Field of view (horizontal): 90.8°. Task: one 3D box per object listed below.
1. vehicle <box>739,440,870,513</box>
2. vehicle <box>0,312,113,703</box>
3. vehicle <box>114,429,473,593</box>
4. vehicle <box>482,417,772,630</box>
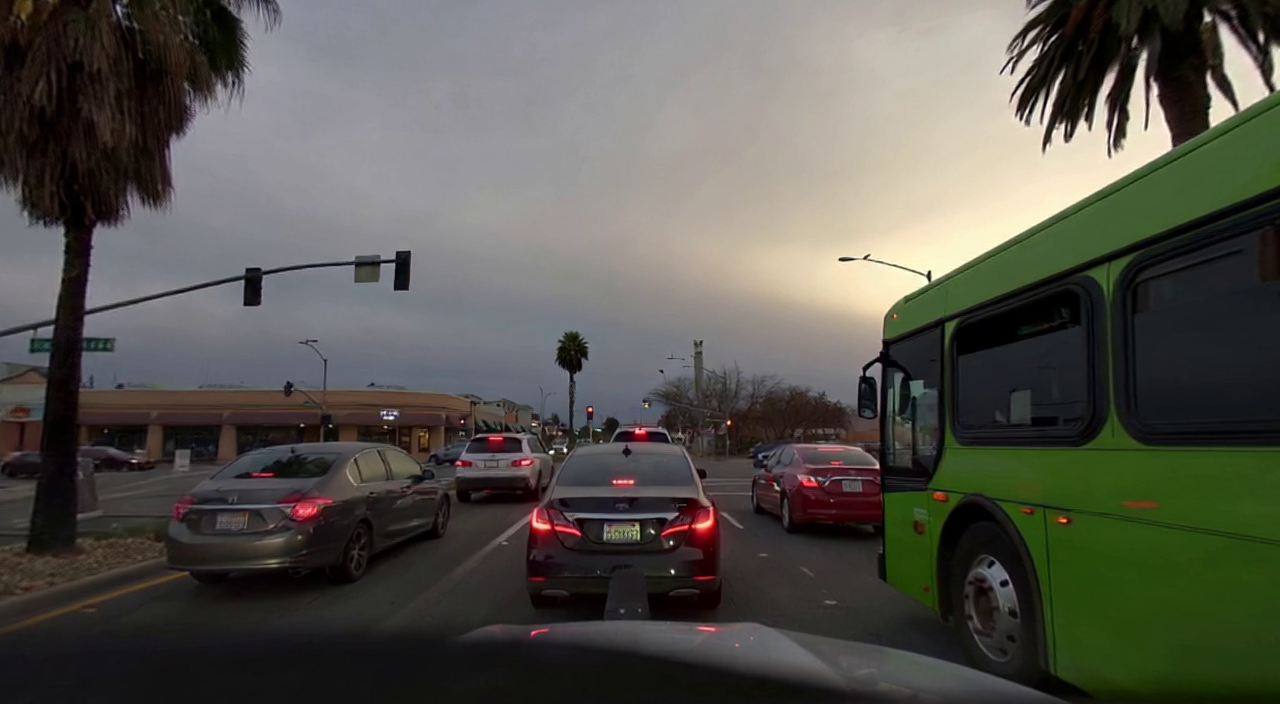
[{"bbox_3d":[3.712,2.879,15.149,1.989,1.467,4.364,0,-9,1],"label":"vehicle"},{"bbox_3d":[-3.566,0.464,0.340,2.145,1.824,4.974,0,-9,2],"label":"vehicle"},{"bbox_3d":[-3.613,1.718,7.697,1.919,1.415,4.178,0,-9,1],"label":"vehicle"},{"bbox_3d":[-0.101,1.517,6.493,2.060,1.499,3.831,0,-9,0],"label":"vehicle"}]
